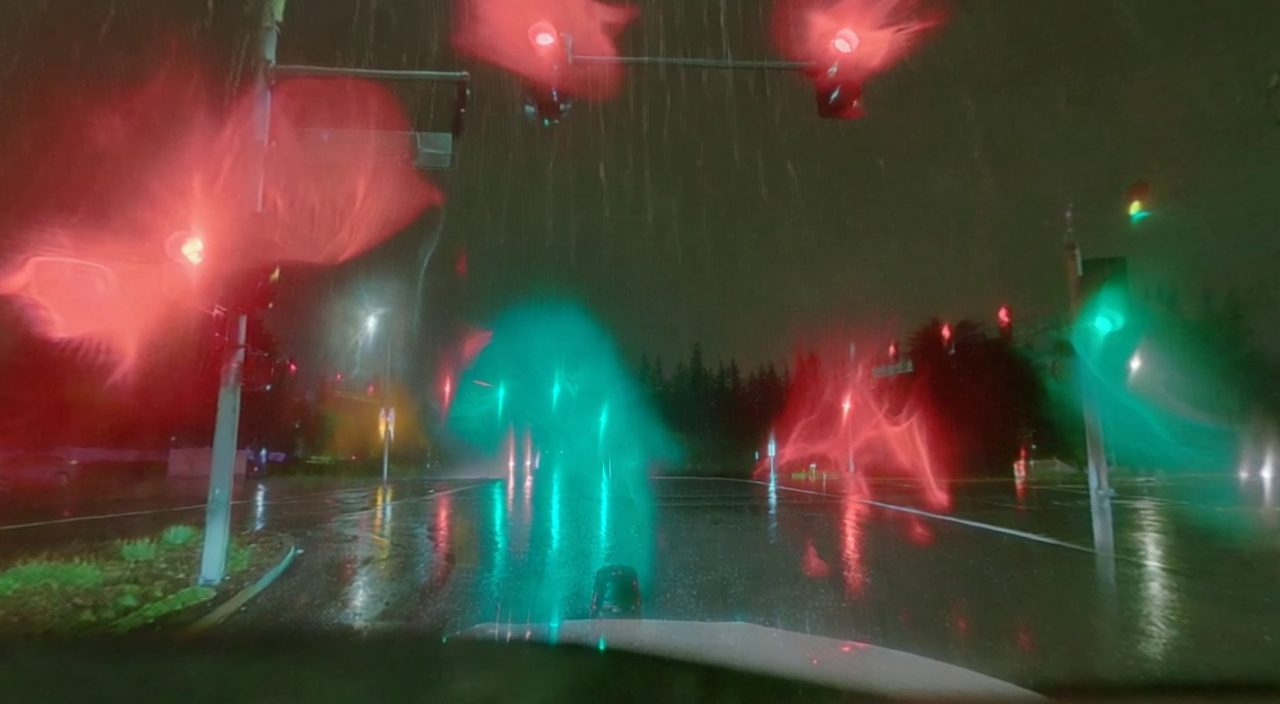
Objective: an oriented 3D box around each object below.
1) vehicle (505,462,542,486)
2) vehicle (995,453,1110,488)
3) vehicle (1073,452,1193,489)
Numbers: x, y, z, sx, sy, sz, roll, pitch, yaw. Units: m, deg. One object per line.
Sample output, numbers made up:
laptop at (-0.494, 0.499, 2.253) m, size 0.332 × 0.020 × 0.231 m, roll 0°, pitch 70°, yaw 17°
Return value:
vehicle at (-8.965, 9.411, 48.720) m, size 2.045 × 1.608 × 3.709 m, roll 0°, pitch -8°, yaw 2°
vehicle at (21.202, 6.130, 32.509) m, size 4.455 × 1.647 × 2.124 m, roll 1°, pitch -12°, yaw -6°
vehicle at (22.702, 5.456, 29.098) m, size 3.998 × 1.590 × 1.936 m, roll 1°, pitch -11°, yaw -6°
